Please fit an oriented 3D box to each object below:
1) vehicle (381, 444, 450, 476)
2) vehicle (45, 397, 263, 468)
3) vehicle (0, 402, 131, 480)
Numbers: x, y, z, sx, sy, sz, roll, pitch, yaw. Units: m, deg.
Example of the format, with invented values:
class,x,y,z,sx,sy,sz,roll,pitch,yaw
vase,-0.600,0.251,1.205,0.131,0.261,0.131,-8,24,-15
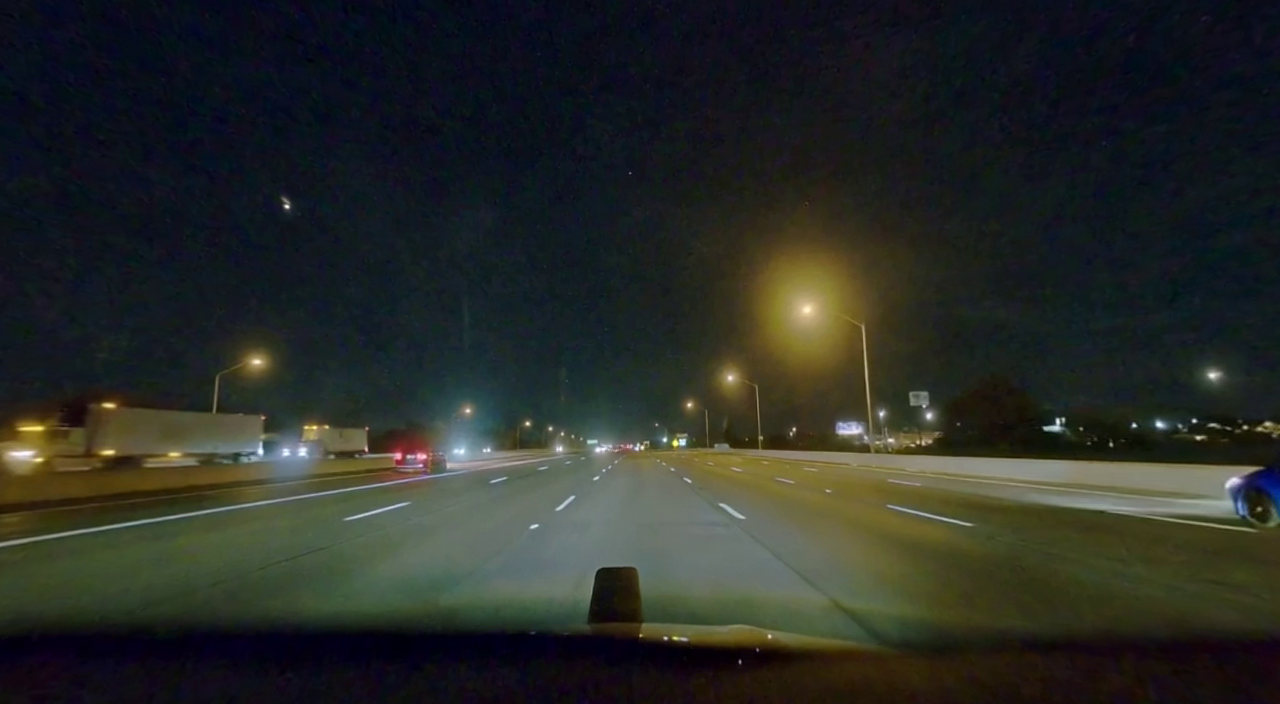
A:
class,x,y,z,sx,sy,sz,roll,pitch,yaw
vehicle,-11.243,5.425,31.983,1.921,1.452,4.429,0,-9,0
vehicle,-34.412,6.379,46.665,2.899,4.057,16.924,-1,-11,-1
vehicle,-34.248,5.128,36.255,3.017,3.954,8.238,0,-9,0
